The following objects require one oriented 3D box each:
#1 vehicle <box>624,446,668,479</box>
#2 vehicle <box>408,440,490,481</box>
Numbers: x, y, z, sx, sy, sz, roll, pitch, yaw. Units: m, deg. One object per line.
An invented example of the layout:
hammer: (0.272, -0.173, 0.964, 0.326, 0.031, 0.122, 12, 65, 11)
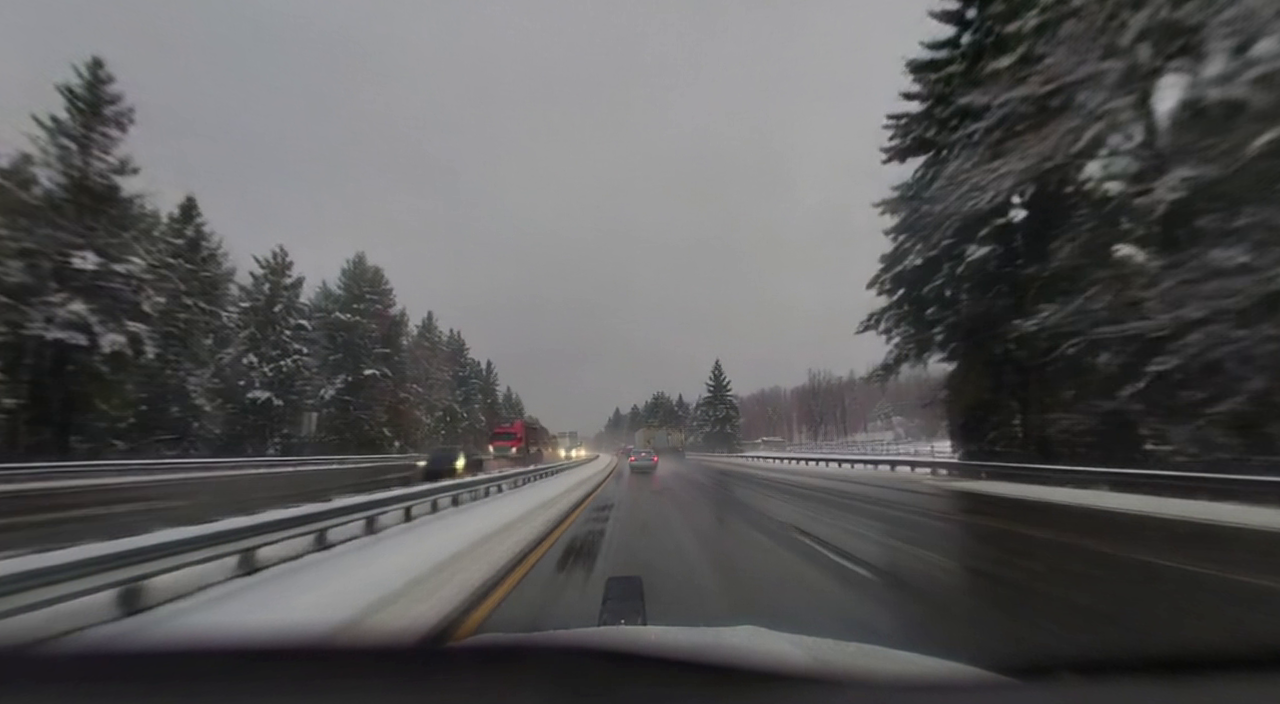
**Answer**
vehicle: (0.233, 5.443, 31.384, 2.069, 1.523, 4.012, 0, -9, -2)
vehicle: (-7.534, 4.340, 25.364, 1.978, 1.485, 4.330, 0, -9, 0)
